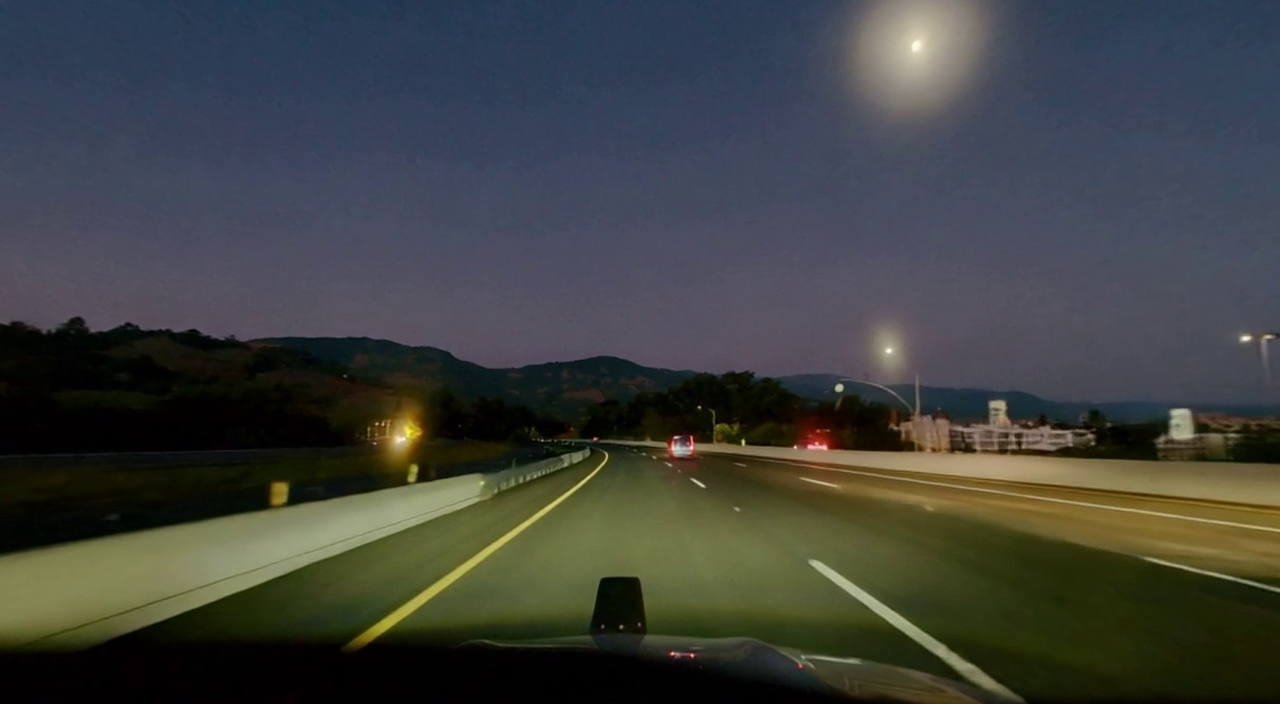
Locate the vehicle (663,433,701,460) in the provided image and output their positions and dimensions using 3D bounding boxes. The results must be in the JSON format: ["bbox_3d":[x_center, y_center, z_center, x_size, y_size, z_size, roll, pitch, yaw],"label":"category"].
[{"bbox_3d":[2.943,6.821,45.509,2.210,1.815,4.571,0,-8,-3],"label":"vehicle"}]
